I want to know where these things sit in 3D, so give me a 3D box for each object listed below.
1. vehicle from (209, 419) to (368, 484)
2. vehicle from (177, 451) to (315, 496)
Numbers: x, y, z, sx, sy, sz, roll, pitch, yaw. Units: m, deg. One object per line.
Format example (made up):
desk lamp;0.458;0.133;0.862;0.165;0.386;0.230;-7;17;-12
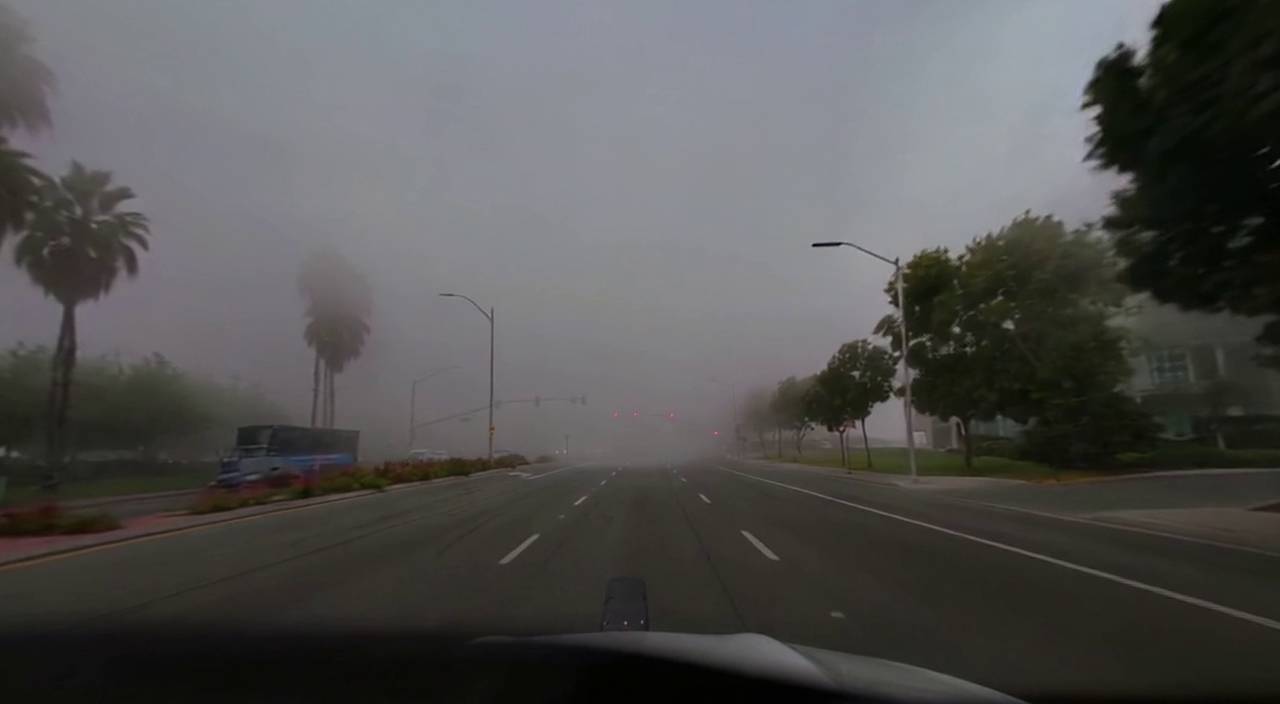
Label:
vehicle;-21.297;6.179;39.664;3.013;3.417;12.442;0;-8;-1
vehicle;-14.885;4.587;24.203;2.130;1.509;4.644;-1;-8;3
